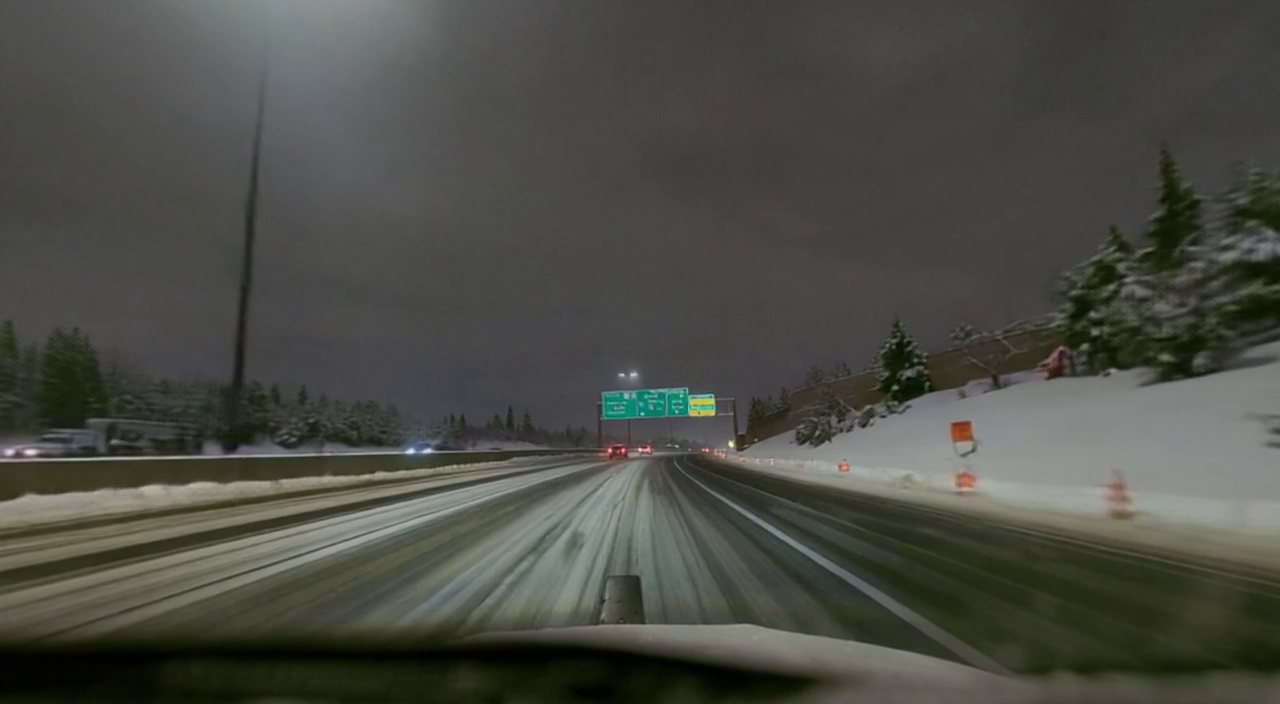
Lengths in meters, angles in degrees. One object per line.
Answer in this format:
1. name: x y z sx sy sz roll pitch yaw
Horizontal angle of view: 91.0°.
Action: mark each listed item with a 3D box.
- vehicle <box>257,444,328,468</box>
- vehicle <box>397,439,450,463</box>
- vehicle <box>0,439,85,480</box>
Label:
1. vehicle: -22.826 6.846 41.551 1.907 1.520 4.645 0 -9 2
2. vehicle: -15.653 7.178 45.790 2.081 1.656 4.819 0 -9 1
3. vehicle: -26.025 4.399 25.921 2.007 1.575 4.701 0 -9 1
